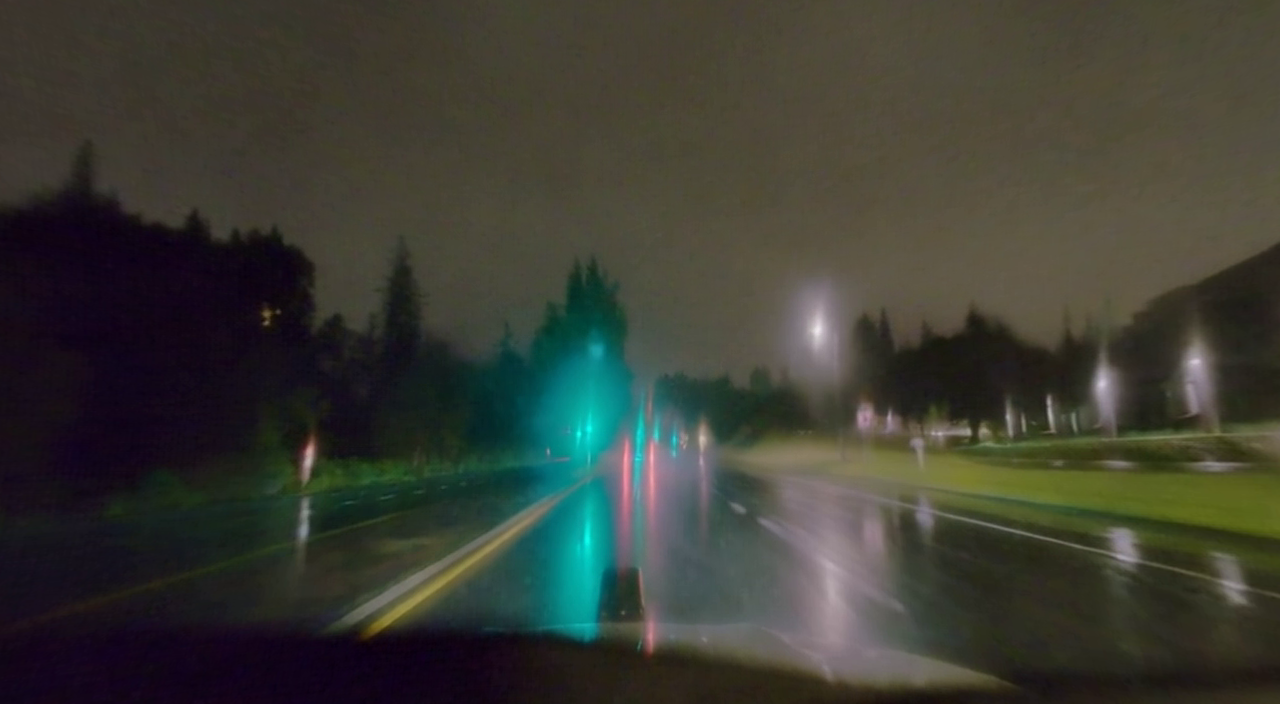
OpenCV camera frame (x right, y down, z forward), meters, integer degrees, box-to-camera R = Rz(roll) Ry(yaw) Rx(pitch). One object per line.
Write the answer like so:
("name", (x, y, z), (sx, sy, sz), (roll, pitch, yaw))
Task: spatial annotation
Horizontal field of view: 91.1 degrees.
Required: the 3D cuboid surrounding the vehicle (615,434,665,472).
("vehicle", (-0.005, 4.951, 31.024), (2.256, 1.734, 4.176), (0, -8, 0))
